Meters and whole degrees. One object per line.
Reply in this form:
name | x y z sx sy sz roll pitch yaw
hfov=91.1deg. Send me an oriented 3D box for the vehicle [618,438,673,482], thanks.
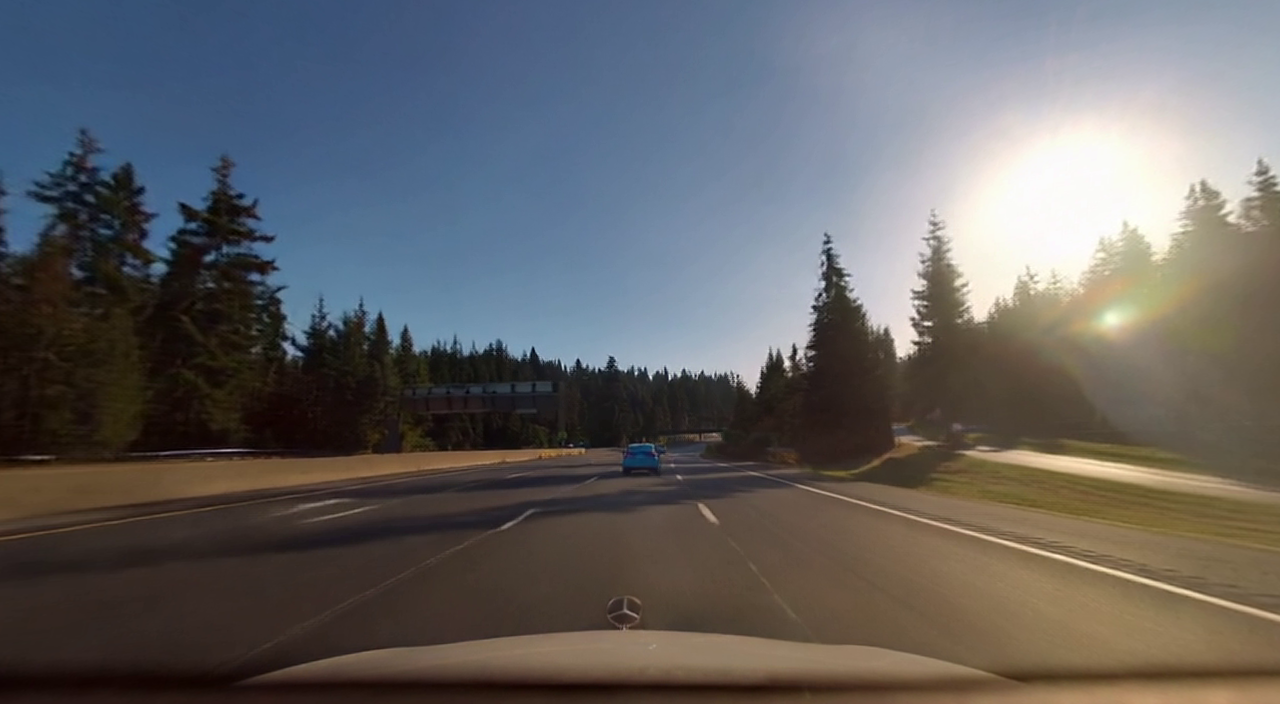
vehicle | 0.323 4.549 26.704 2.133 1.686 4.203 -1 -8 3
